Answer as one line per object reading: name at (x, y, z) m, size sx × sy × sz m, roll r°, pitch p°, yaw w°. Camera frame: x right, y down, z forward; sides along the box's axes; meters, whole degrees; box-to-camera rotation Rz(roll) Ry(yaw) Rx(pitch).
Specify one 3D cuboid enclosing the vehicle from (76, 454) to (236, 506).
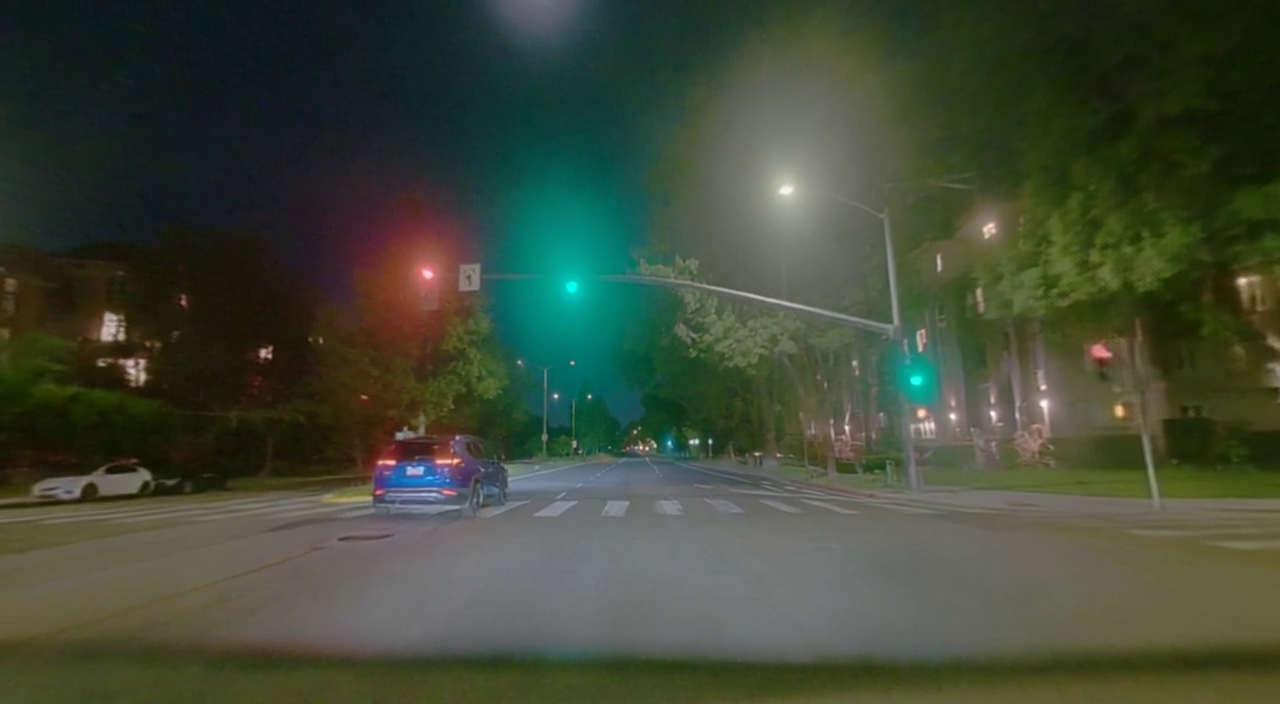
vehicle at (-16.606, 4.386, 22.071) m, size 1.941 × 1.495 × 4.713 m, roll 0°, pitch -8°, yaw -1°

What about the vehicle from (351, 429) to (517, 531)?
vehicle at (-3.993, 2.531, 13.153) m, size 1.993 × 1.733 × 4.262 m, roll 0°, pitch -8°, yaw 0°
